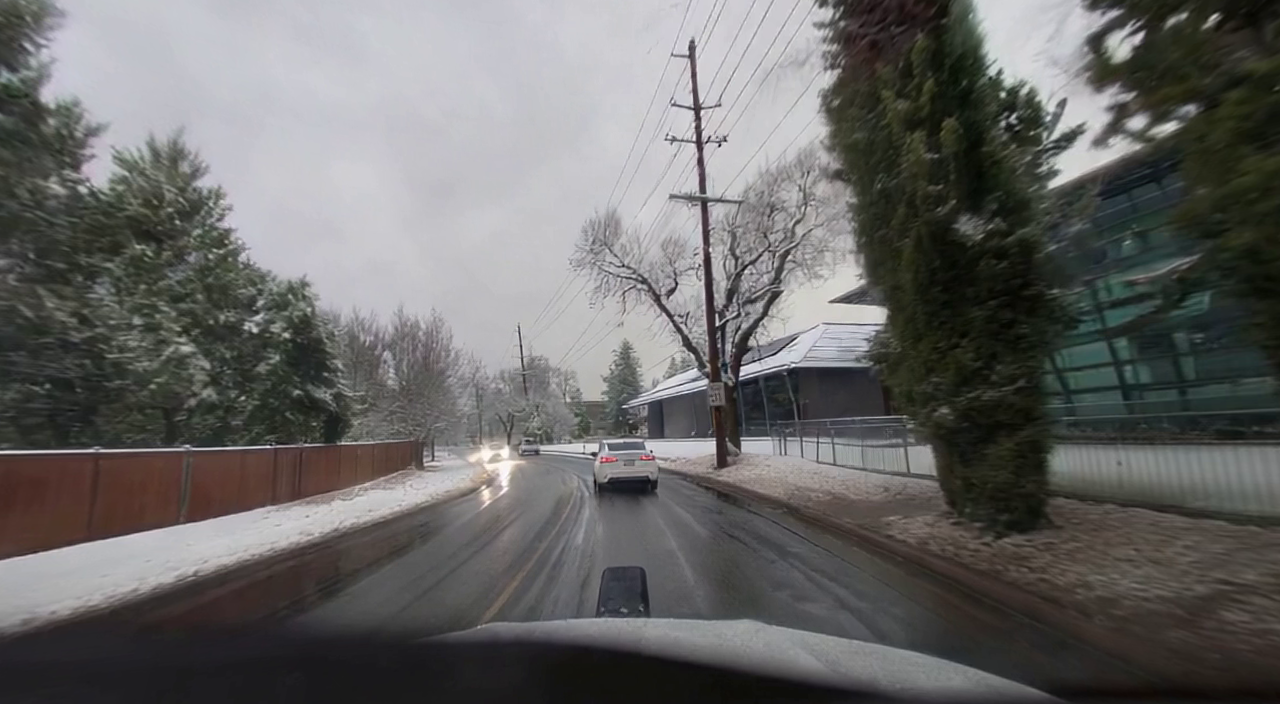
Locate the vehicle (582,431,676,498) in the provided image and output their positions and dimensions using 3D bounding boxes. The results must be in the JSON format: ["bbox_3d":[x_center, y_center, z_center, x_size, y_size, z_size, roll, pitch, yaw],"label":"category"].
[{"bbox_3d":[-0.417,2.829,16.320,2.060,1.487,3.920,1,-8,-6],"label":"vehicle"}]
